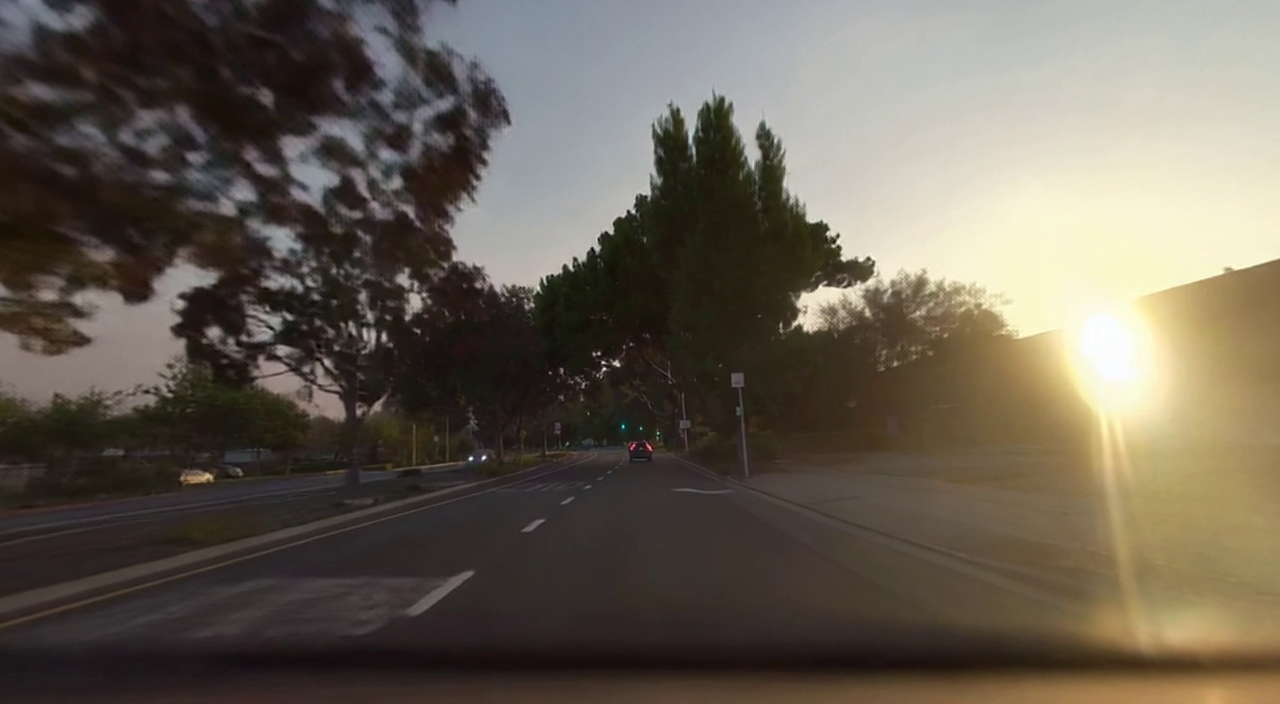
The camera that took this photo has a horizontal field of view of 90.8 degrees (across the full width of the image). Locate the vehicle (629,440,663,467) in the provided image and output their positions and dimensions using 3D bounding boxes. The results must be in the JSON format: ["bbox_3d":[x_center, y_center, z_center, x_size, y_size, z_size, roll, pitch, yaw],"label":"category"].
[{"bbox_3d":[0.360,6.510,40.612,2.045,1.613,4.210,0,-8,0],"label":"vehicle"}]

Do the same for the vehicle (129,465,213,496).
[{"bbox_3d":[-29.664,8.106,40.181,1.949,1.702,4.593,0,-8,-3],"label":"vehicle"}]
